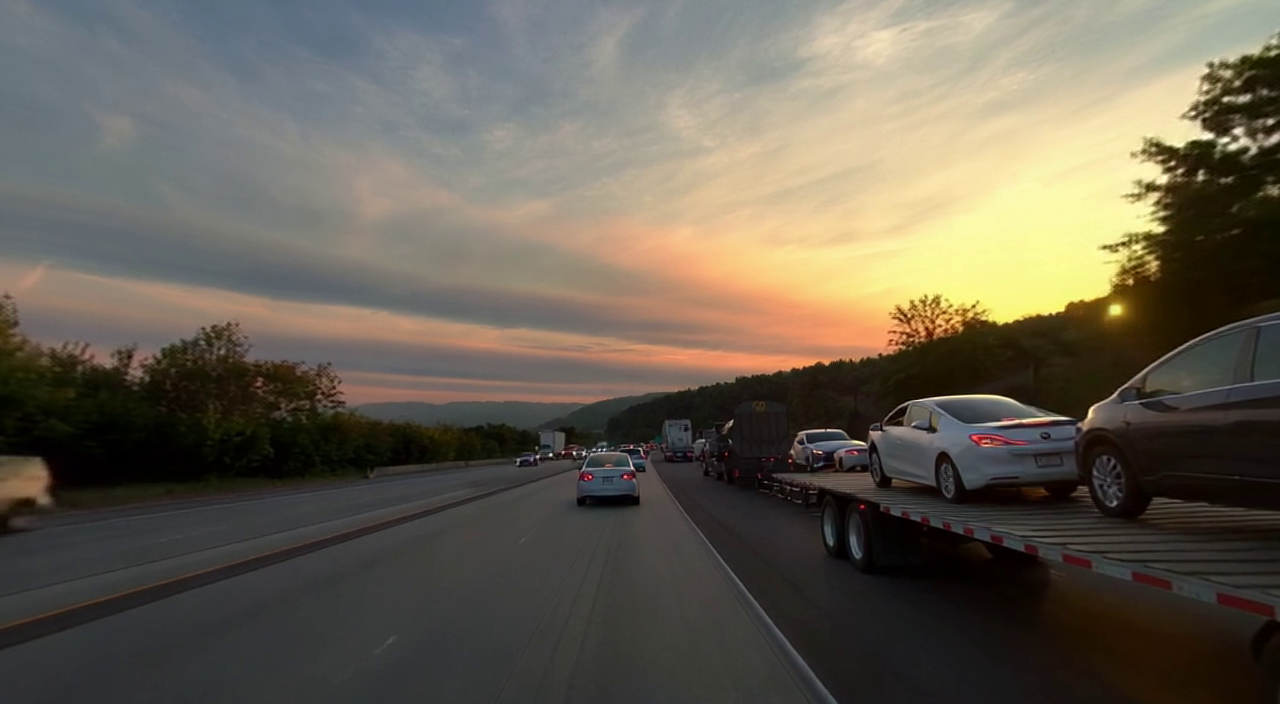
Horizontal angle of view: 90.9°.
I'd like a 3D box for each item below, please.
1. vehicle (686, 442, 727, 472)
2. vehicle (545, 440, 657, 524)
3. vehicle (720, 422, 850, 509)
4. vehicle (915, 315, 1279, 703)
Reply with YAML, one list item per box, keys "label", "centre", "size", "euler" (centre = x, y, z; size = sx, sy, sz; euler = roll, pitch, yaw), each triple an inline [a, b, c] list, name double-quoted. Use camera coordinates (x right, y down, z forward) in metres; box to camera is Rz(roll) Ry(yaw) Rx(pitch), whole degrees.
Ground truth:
- label: "vehicle"
  centre: [3.914, 6.254, 37.600]
  size: [1.938, 1.660, 4.223]
  euler: [0, -9, -1]
- label: "vehicle"
  centre: [-0.683, 2.618, 13.131]
  size: [1.991, 1.466, 3.675]
  euler: [0, -9, 0]
- label: "vehicle"
  centre: [3.425, 2.789, 15.798]
  size: [2.303, 1.889, 3.920]
  euler: [0, -9, 0]
- label: "vehicle"
  centre: [3.484, 0.903, 3.410]
  size: [1.959, 1.783, 4.407]
  euler: [0, -9, 0]
